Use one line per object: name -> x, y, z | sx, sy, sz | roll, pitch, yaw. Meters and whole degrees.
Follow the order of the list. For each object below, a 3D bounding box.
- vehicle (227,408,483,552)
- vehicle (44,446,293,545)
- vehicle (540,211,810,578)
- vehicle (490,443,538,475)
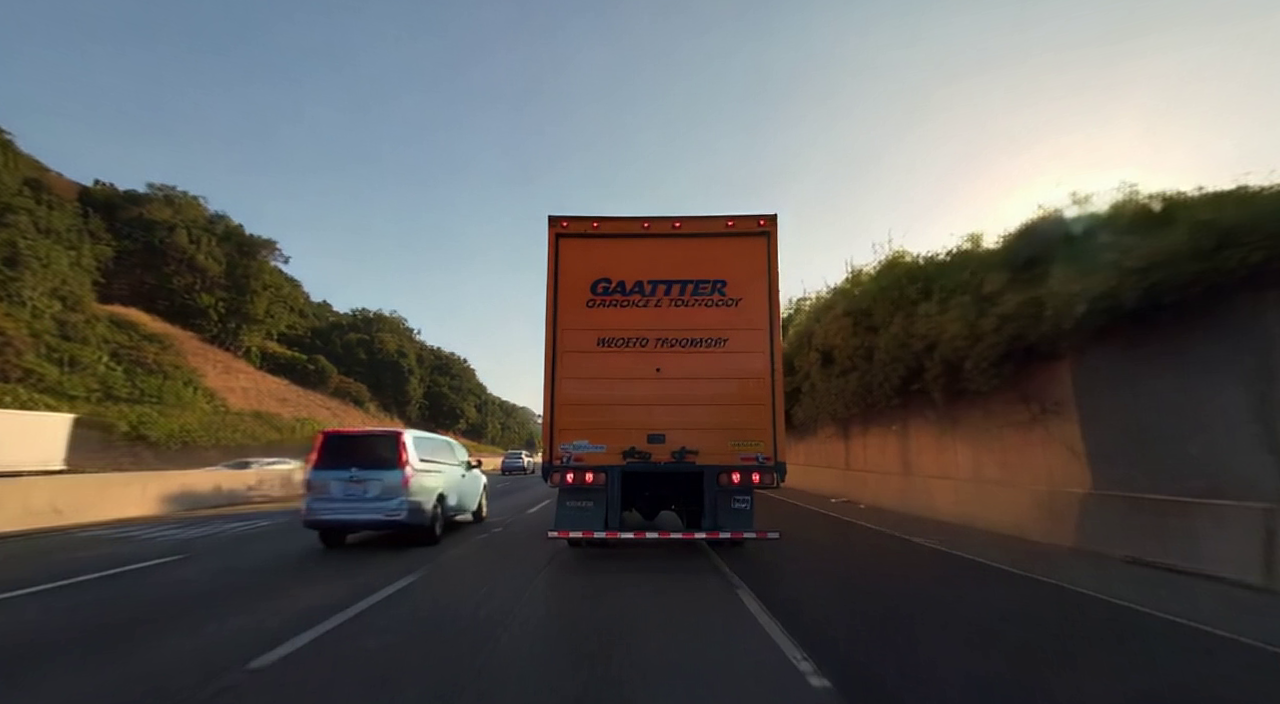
vehicle -> -4.631, 2.193, 11.417 | 2.293, 2.015, 4.915 | 0, -9, 0
vehicle -> -8.207, 2.482, 11.454 | 1.828, 1.502, 3.385 | 0, -9, 1
vehicle -> 0.479, 1.216, 12.193 | 2.853, 4.054, 10.557 | 0, -9, 1
vehicle -> -8.613, 7.376, 43.652 | 2.174, 2.059, 5.314 | 0, -9, 0
